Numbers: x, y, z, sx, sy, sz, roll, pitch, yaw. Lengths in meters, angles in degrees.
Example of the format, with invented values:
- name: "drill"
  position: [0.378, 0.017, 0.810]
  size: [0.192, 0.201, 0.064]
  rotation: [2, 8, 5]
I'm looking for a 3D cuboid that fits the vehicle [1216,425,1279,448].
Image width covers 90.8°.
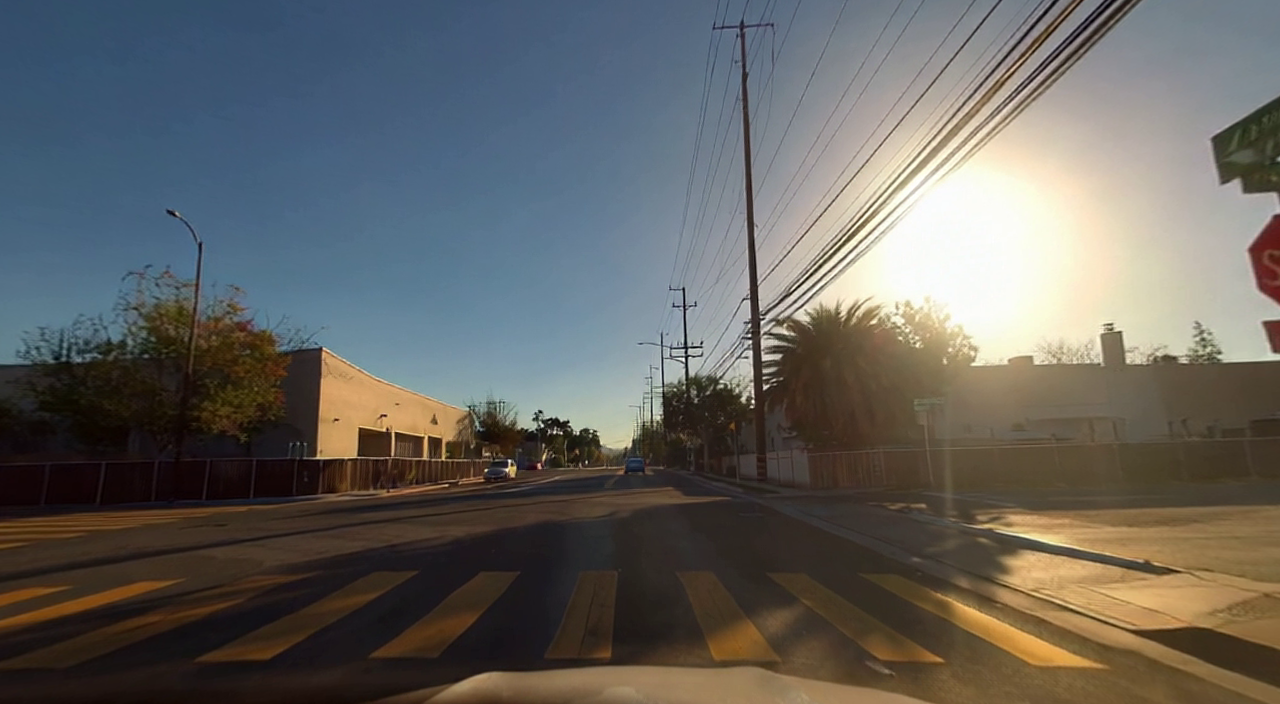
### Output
- name: "vehicle"
  position: [44.609, 6.017, 45.007]
  size: [2.251, 1.596, 5.193]
  rotation: [0, -8, 0]
